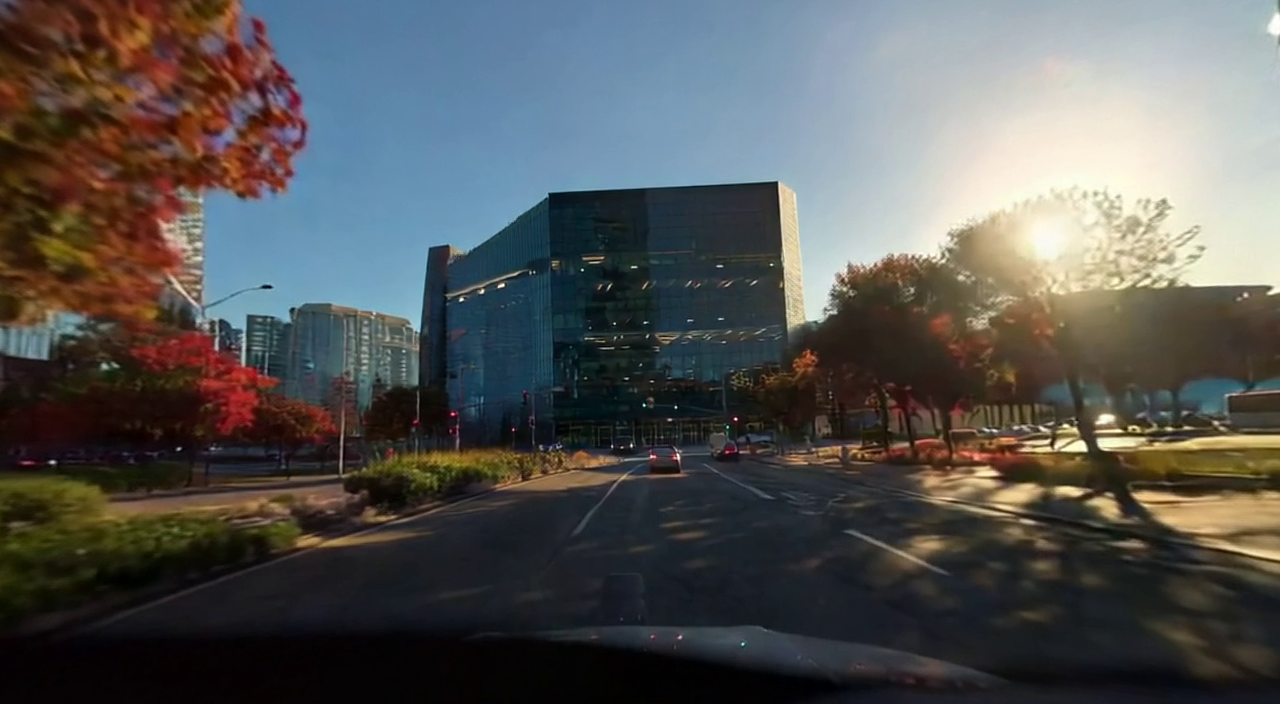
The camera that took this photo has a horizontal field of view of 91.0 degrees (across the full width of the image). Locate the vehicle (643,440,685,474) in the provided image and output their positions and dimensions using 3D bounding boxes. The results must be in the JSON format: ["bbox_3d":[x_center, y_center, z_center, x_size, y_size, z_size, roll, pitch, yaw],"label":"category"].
[{"bbox_3d":[1.277,5.561,33.555,2.092,1.660,4.319,0,-9,2],"label":"vehicle"}]
